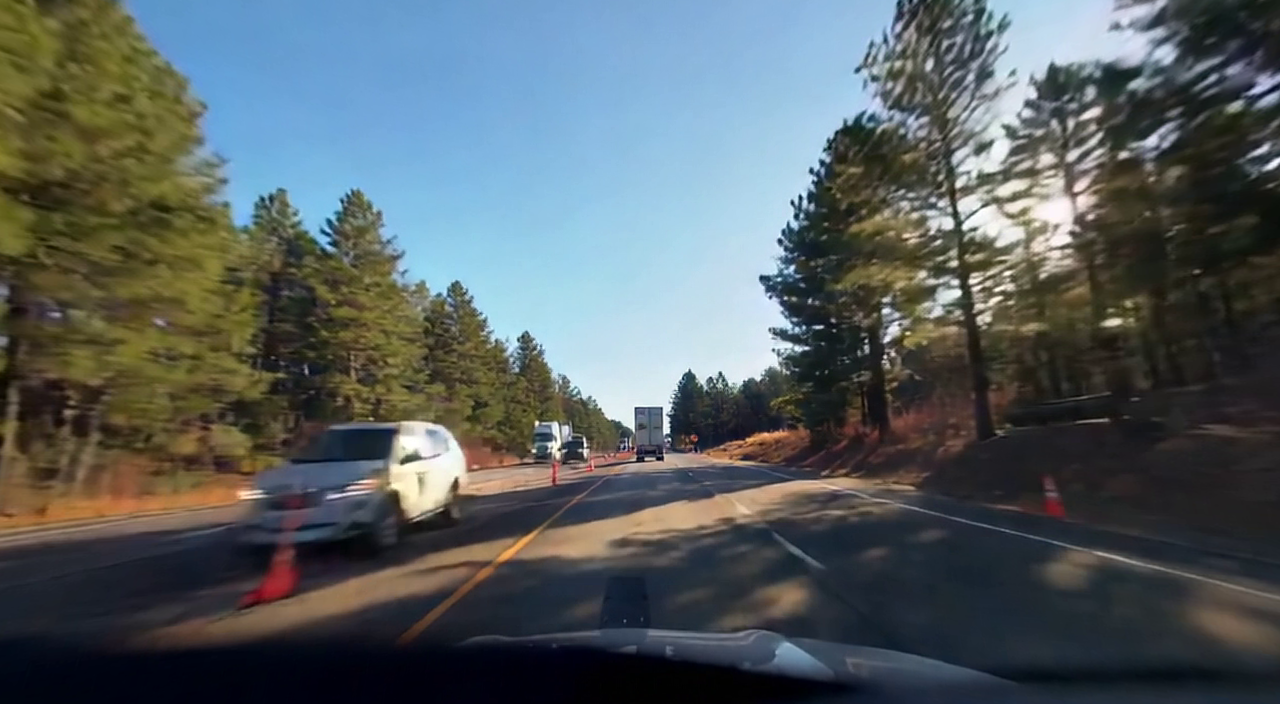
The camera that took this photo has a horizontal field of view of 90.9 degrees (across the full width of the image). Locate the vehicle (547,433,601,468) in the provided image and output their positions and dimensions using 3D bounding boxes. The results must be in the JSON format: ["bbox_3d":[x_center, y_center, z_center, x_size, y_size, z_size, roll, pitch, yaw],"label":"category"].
[{"bbox_3d":[-4.296,6.565,42.174,2.771,2.097,6.248,0,-8,1],"label":"vehicle"}]

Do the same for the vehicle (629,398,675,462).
[{"bbox_3d":[0.692,5.796,45.761,2.935,4.068,11.036,0,-8,-1],"label":"vehicle"}]

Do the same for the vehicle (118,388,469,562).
[{"bbox_3d":[-5.019,1.931,10.797,2.303,2.069,6.364,0,-8,1],"label":"vehicle"}]
